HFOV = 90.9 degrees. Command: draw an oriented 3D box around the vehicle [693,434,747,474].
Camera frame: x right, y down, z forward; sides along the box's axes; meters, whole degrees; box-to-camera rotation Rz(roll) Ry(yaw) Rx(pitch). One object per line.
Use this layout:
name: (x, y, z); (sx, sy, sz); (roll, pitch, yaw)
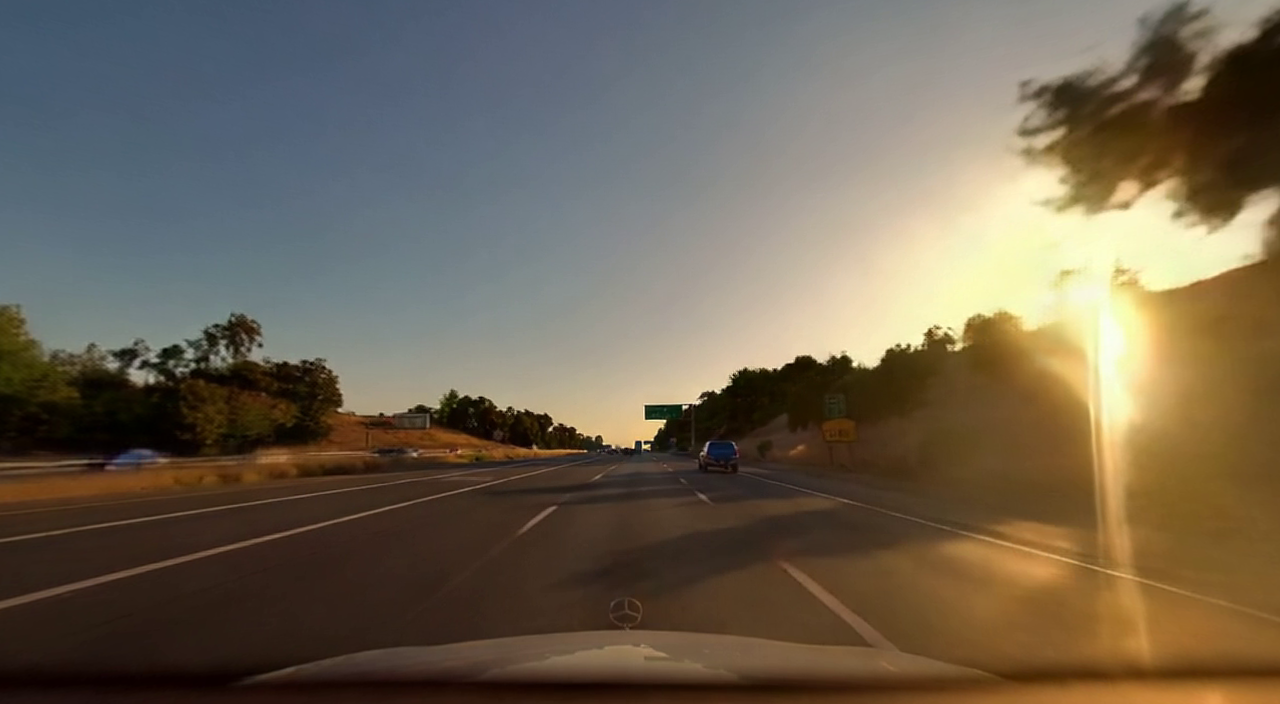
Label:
vehicle: (4.183, 5.439, 33.817); (2.172, 1.930, 4.879); (0, -8, -1)

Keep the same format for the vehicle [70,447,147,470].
vehicle: (-36.619, 7.347, 43.576); (1.730, 1.425, 4.082); (-1, -8, 0)
